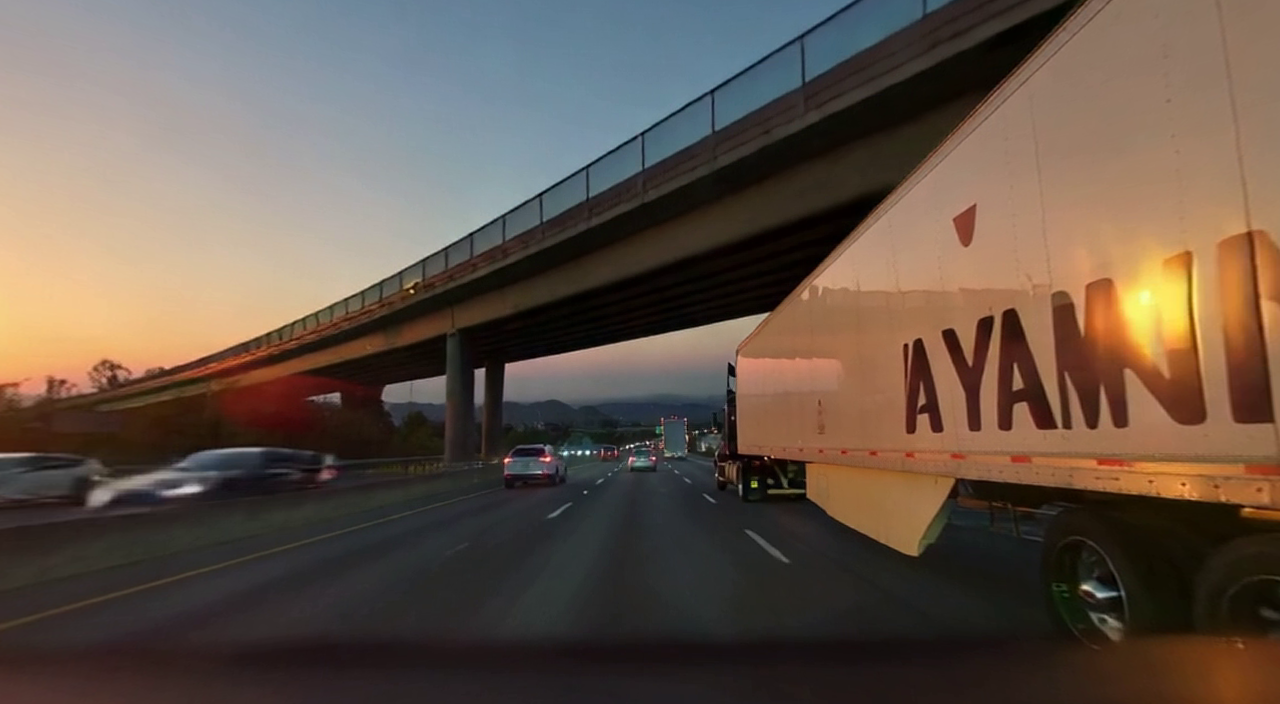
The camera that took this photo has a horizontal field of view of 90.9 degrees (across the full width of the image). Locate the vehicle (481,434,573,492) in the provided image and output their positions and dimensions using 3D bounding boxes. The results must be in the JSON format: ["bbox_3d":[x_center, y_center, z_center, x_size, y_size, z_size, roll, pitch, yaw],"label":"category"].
[{"bbox_3d":[-3.697,3.755,21.684,2.091,1.722,4.974,0,-9,2],"label":"vehicle"}]

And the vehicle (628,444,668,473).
[{"bbox_3d":[0.409,5.738,34.300,2.063,1.469,4.208,0,-9,0],"label":"vehicle"}]

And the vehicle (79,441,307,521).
[{"bbox_3d":[-9.596,2.771,14.118,1.910,1.496,4.323,0,-9,0],"label":"vehicle"}]

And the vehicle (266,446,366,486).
[{"bbox_3d":[-16.079,5.670,31.728,2.097,1.801,5.408,0,-9,1],"label":"vehicle"}]

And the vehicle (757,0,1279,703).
[{"bbox_3d":[3.872,0.289,6.981,2.821,4.077,12.562,0,-9,0],"label":"vehicle"}]
